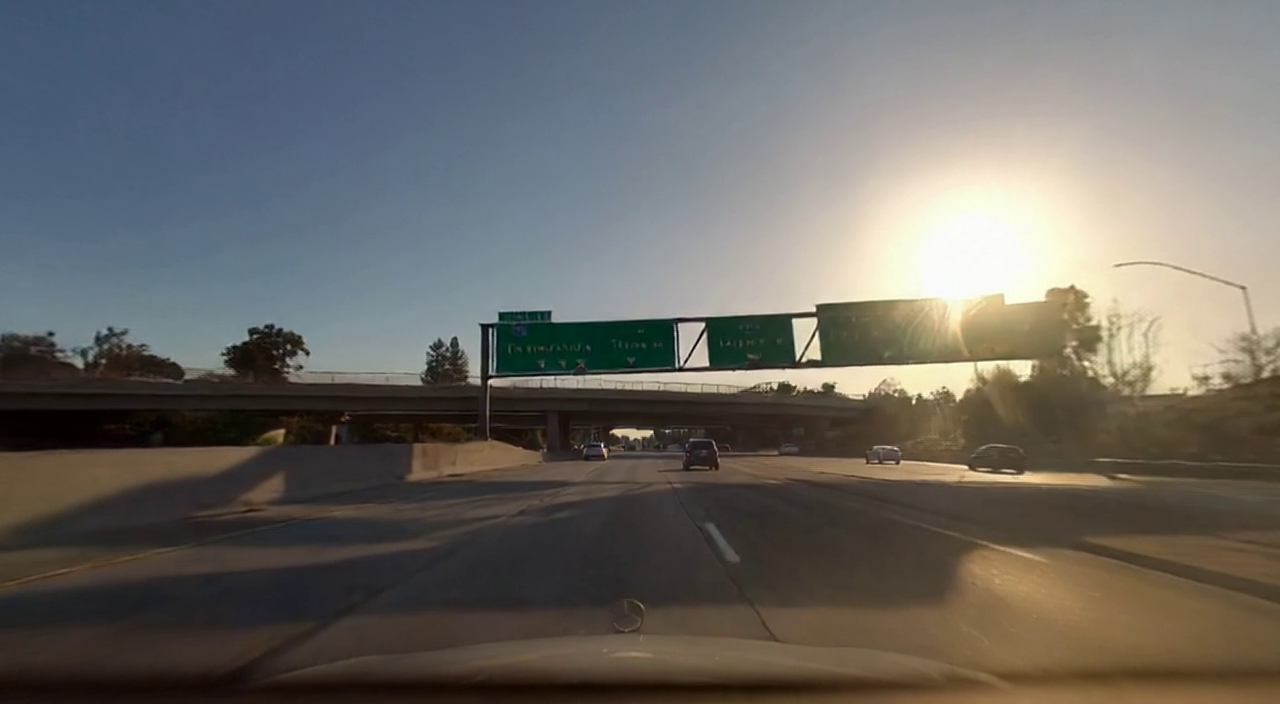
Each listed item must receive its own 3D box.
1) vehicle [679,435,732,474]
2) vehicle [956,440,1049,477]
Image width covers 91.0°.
[{"bbox_3d":[3.197,5.158,31.821,2.147,1.794,4.538,1,-8,0],"label":"vehicle"},{"bbox_3d":[18.658,5.481,32.697,2.116,1.754,4.727,0,-8,2],"label":"vehicle"}]
